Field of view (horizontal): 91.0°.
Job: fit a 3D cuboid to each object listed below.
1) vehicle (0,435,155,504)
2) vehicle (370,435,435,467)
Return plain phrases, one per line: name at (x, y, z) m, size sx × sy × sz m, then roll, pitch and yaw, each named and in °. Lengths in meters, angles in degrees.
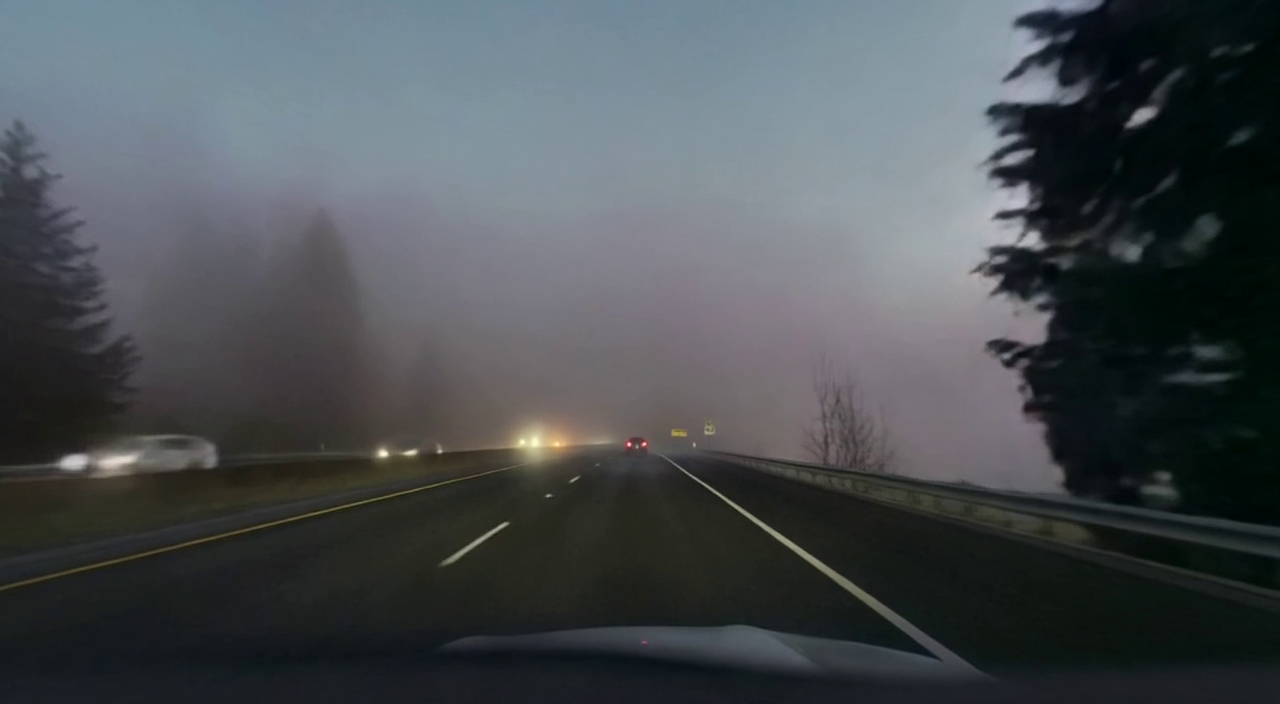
vehicle at (-16.217, 3.179, 17.557) m, size 1.914 × 1.668 × 4.316 m, roll 0°, pitch -8°, yaw 0°
vehicle at (-12.771, 5.312, 34.070) m, size 1.843 × 1.593 × 4.195 m, roll 0°, pitch -8°, yaw 0°
